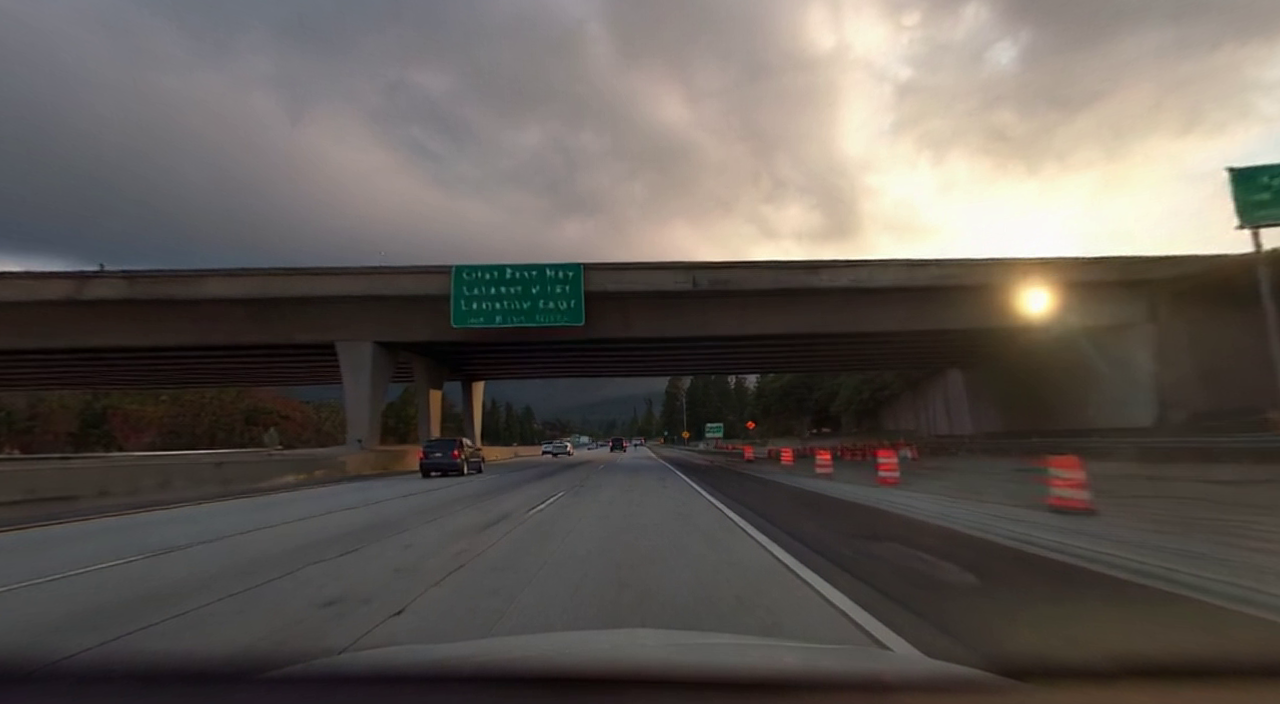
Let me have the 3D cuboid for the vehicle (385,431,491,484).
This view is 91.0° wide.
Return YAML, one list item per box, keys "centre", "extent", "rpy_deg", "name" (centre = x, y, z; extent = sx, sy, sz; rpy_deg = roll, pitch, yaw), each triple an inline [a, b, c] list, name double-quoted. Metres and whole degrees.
- centre: [-7.233, 3.831, 23.252]
  extent: [2.169, 1.701, 5.113]
  rpy_deg: [0, -8, 0]
  name: "vehicle"
